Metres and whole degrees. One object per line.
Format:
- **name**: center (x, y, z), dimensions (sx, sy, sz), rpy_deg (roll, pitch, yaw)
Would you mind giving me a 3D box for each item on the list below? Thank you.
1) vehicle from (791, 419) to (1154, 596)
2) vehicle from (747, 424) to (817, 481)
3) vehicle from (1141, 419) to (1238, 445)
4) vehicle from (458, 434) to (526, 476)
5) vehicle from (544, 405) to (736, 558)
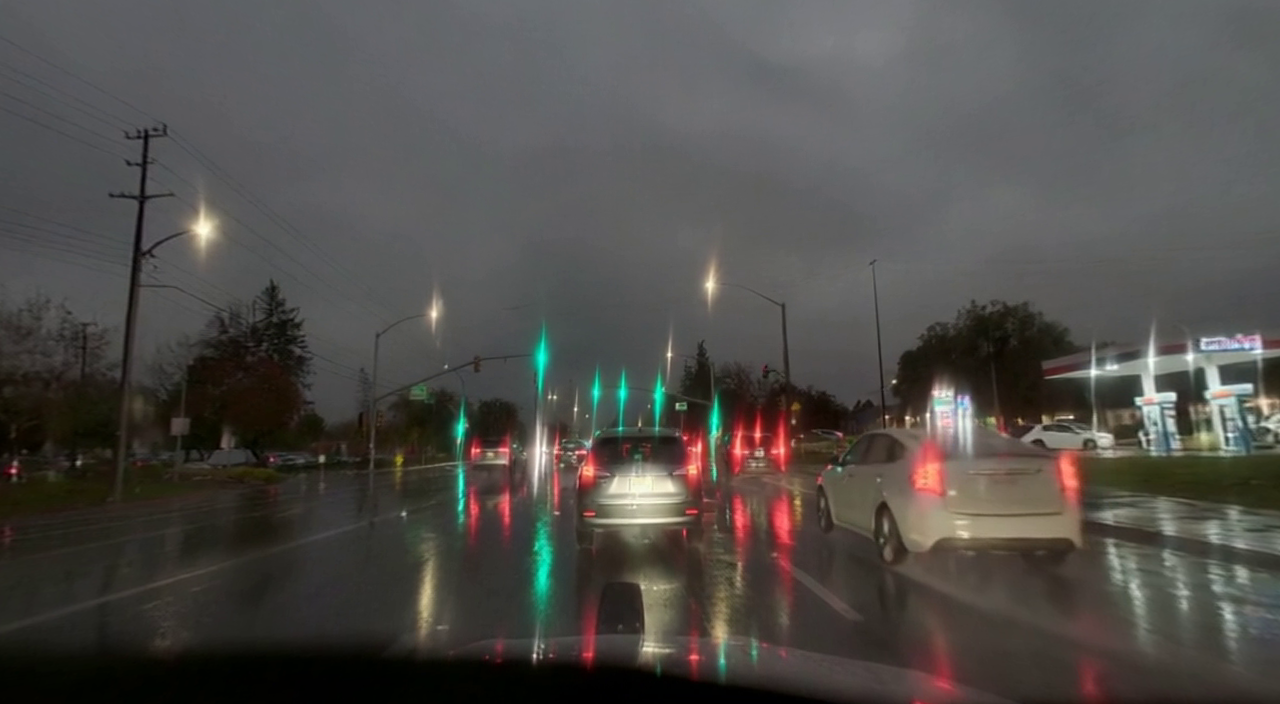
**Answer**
- **vehicle**: center (3.347, 1.632, 7.575), dimensions (1.904, 1.472, 4.358), rpy_deg (0, -8, -1)
- **vehicle**: center (4.980, 3.584, 22.770), dimensions (2.116, 1.791, 5.006), rpy_deg (-1, -8, 9)
- **vehicle**: center (39.747, 5.846, 45.812), dimensions (4.834, 1.808, 2.006), rpy_deg (-2, -8, 10)
- **vehicle**: center (-6.421, 4.534, 27.969), dimensions (1.994, 1.695, 4.471), rpy_deg (0, -8, -1)
- **vehicle**: center (-0.061, 1.746, 9.158), dimensions (2.164, 1.718, 3.881), rpy_deg (0, -8, -2)
